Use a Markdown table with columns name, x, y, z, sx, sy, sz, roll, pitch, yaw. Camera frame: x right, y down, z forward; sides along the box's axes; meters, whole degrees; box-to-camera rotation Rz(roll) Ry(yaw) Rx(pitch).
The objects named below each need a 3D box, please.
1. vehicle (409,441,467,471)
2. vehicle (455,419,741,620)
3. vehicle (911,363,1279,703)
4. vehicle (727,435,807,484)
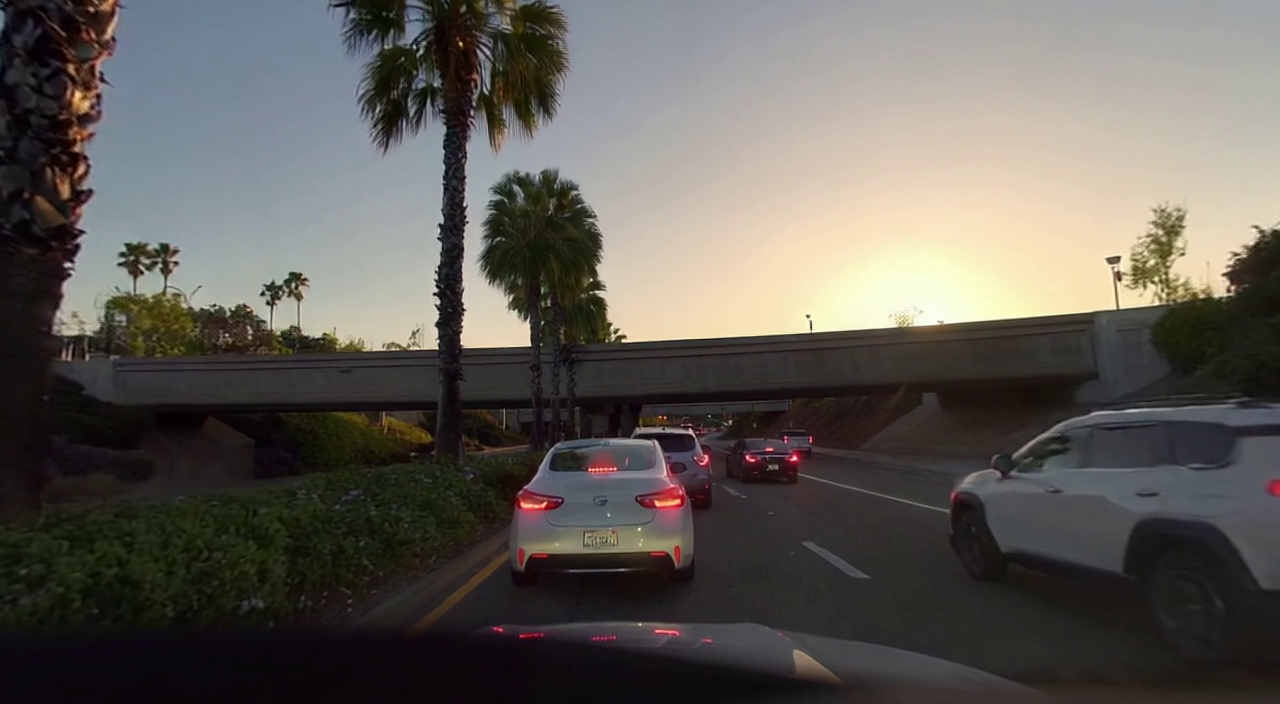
| name | x | y | z | sx | sy | sz | roll | pitch | yaw |
| --- | --- | --- | --- | --- | --- | --- | --- | --- | --- |
| vehicle | -12.088 | 6.232 | 37.922 | 2.084 | 1.704 | 4.485 | 0 | -9 | -1 |
| vehicle | -0.268 | 1.575 | 6.856 | 2.172 | 1.506 | 4.018 | 0 | -9 | 2 |
| vehicle | 4.082 | 1.123 | 4.622 | 2.149 | 1.609 | 4.807 | 0 | -9 | 2 |
| vehicle | 4.330 | 3.745 | 22.208 | 2.034 | 1.517 | 4.840 | 0 | -9 | 3 |
